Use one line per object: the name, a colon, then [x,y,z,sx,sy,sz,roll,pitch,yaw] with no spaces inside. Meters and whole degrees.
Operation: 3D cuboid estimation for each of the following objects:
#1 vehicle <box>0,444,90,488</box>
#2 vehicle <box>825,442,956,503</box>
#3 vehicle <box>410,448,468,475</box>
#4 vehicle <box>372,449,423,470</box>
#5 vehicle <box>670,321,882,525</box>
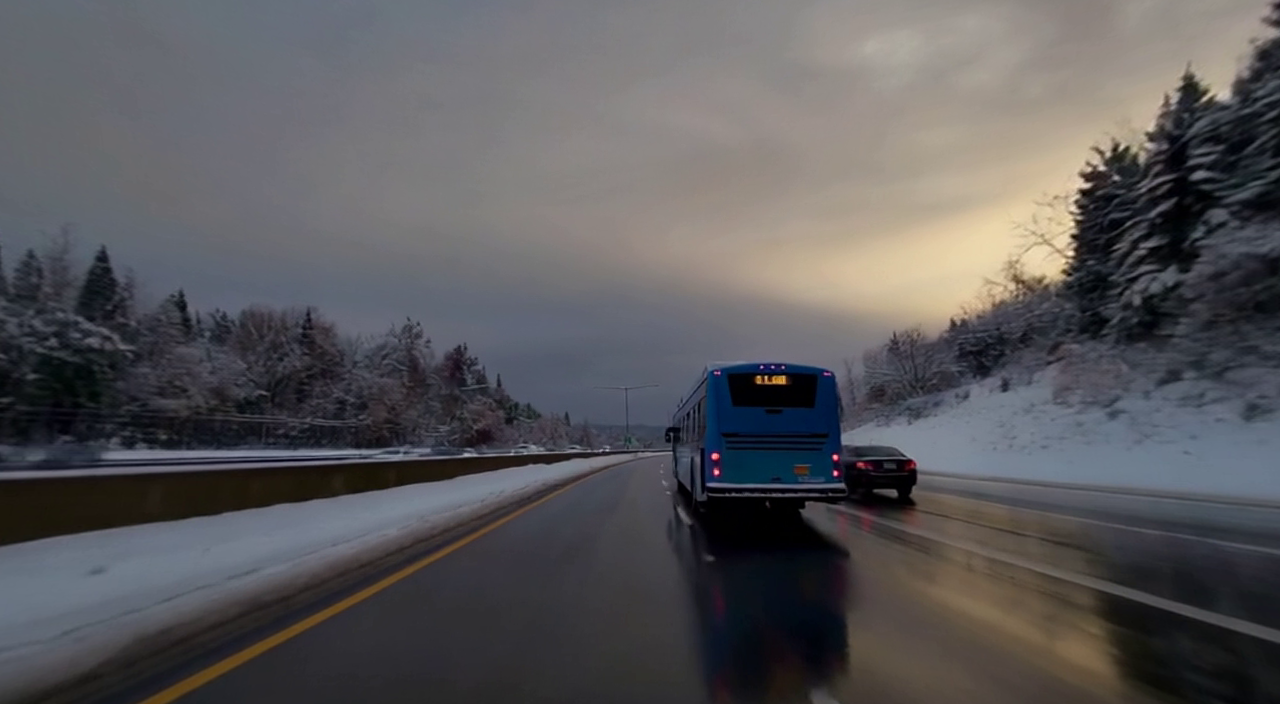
vehicle: [-26.090,4.731,26.435,1.926,1.706,4.607,0,-9,1]
vehicle: [7.096,3.411,18.501,2.047,1.479,4.593,-2,-8,2]
vehicle: [-11.551,6.306,36.611,1.826,1.446,4.234,0,-9,2]
vehicle: [-18.148,8.044,47.467,1.900,1.479,4.436,0,-9,2]
vehicle: [2.695,2.293,18.349,3.144,3.580,14.591,0,-9,1]
